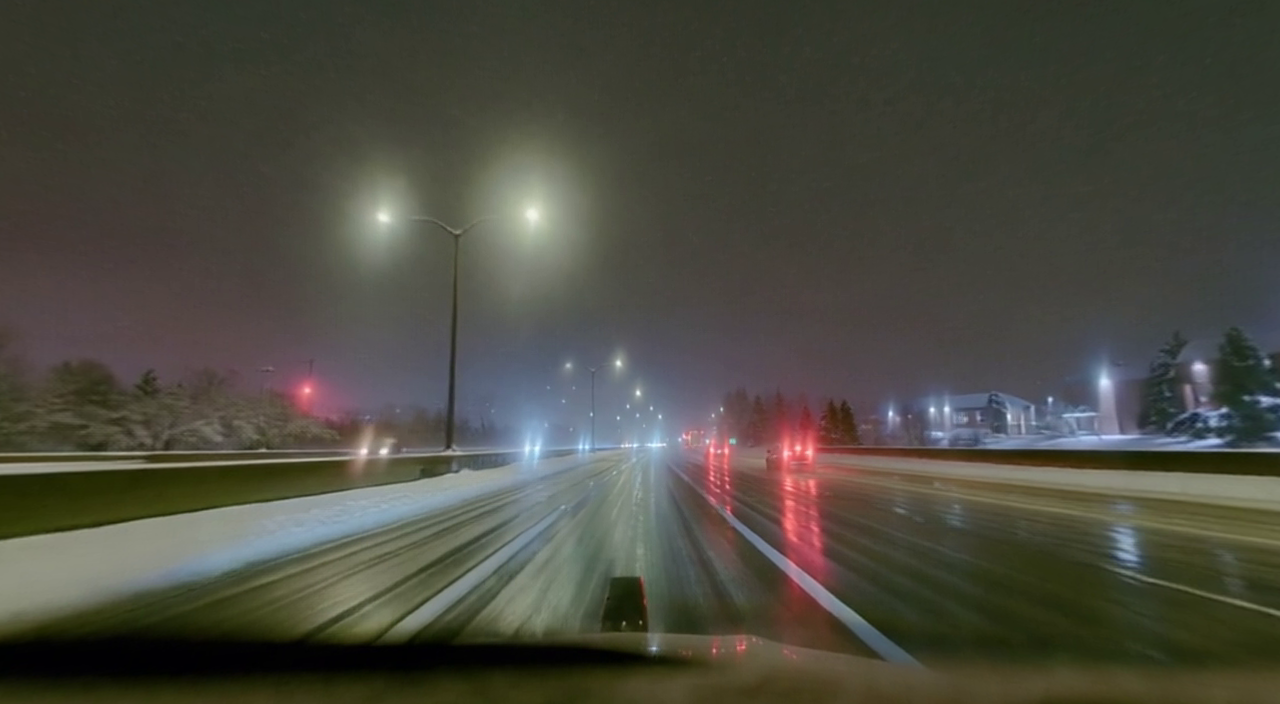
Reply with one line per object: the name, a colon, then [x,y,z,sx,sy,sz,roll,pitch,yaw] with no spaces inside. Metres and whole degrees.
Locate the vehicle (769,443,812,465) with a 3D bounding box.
vehicle: [11.003,7.521,46.500,2.000,1.514,4.585,0,-9,0]
